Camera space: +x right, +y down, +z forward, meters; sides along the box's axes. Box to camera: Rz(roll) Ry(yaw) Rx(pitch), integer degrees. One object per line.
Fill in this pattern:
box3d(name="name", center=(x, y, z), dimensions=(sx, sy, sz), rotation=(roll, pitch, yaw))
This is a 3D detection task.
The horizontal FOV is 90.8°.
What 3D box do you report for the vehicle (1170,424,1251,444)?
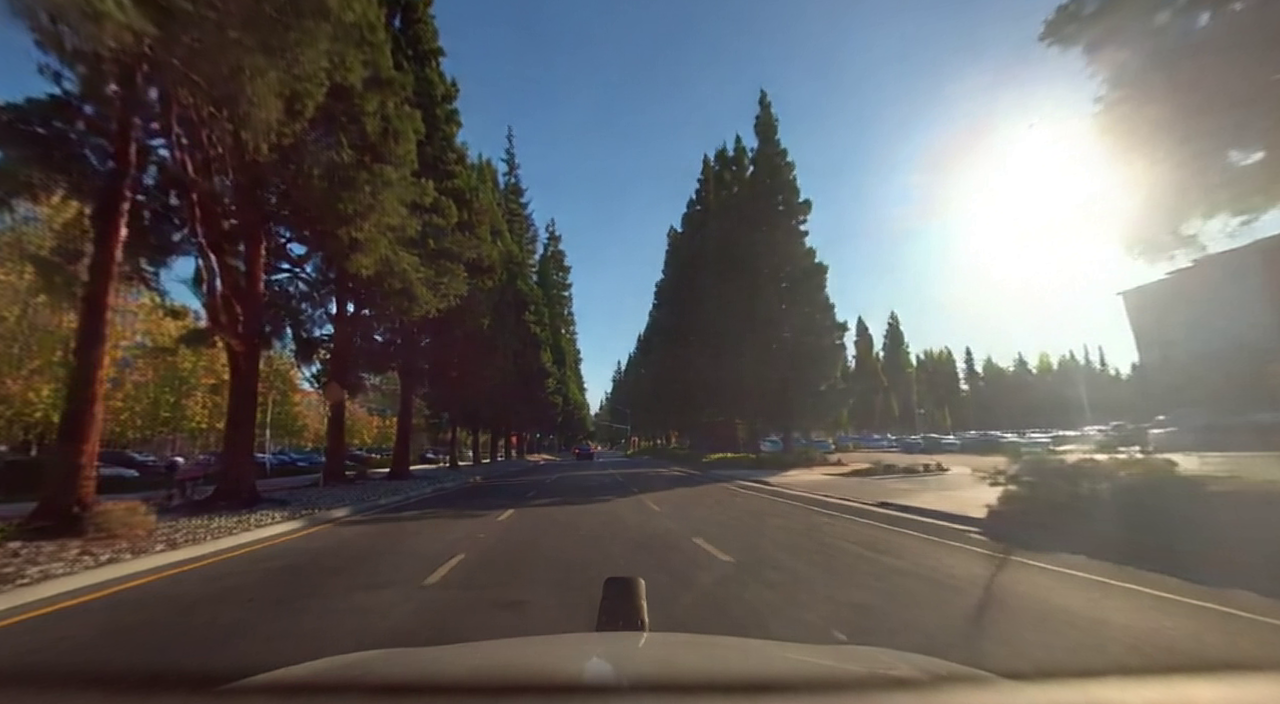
box3d(name="vehicle", center=(44.248, 6.436, 49.155), dimensions=(1.720, 1.443, 4.685), rotation=(0, -8, -3))
